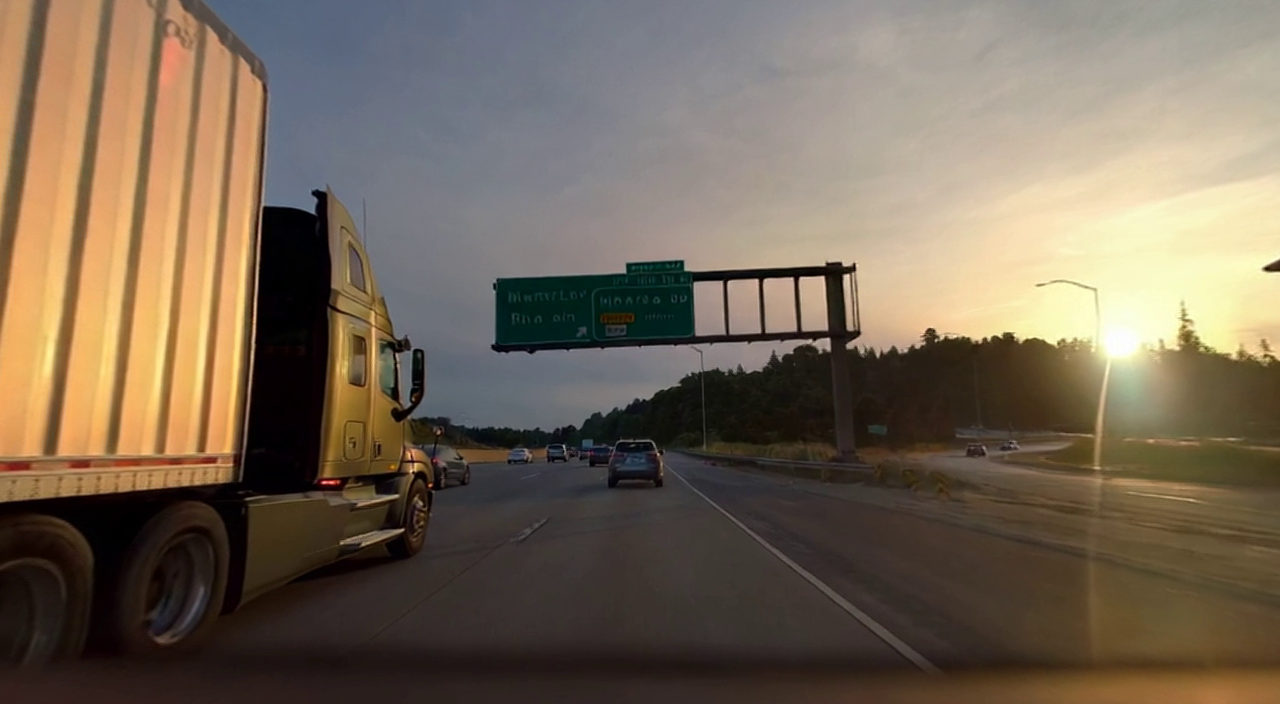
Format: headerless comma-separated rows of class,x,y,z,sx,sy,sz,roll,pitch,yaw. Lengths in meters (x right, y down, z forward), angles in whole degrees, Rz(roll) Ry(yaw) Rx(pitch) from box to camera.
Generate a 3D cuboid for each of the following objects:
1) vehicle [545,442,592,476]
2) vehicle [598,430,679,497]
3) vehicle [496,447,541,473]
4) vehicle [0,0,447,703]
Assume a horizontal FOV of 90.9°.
vehicle,-3.685,5.594,33.175,1.952,1.649,4.131,0,-9,0
vehicle,-0.002,3.284,18.845,2.152,1.779,3.924,0,-9,1
vehicle,-7.296,6.517,38.254,1.869,1.466,4.217,0,-9,1
vehicle,-3.790,-0.287,2.832,2.990,3.885,8.540,0,-9,1
